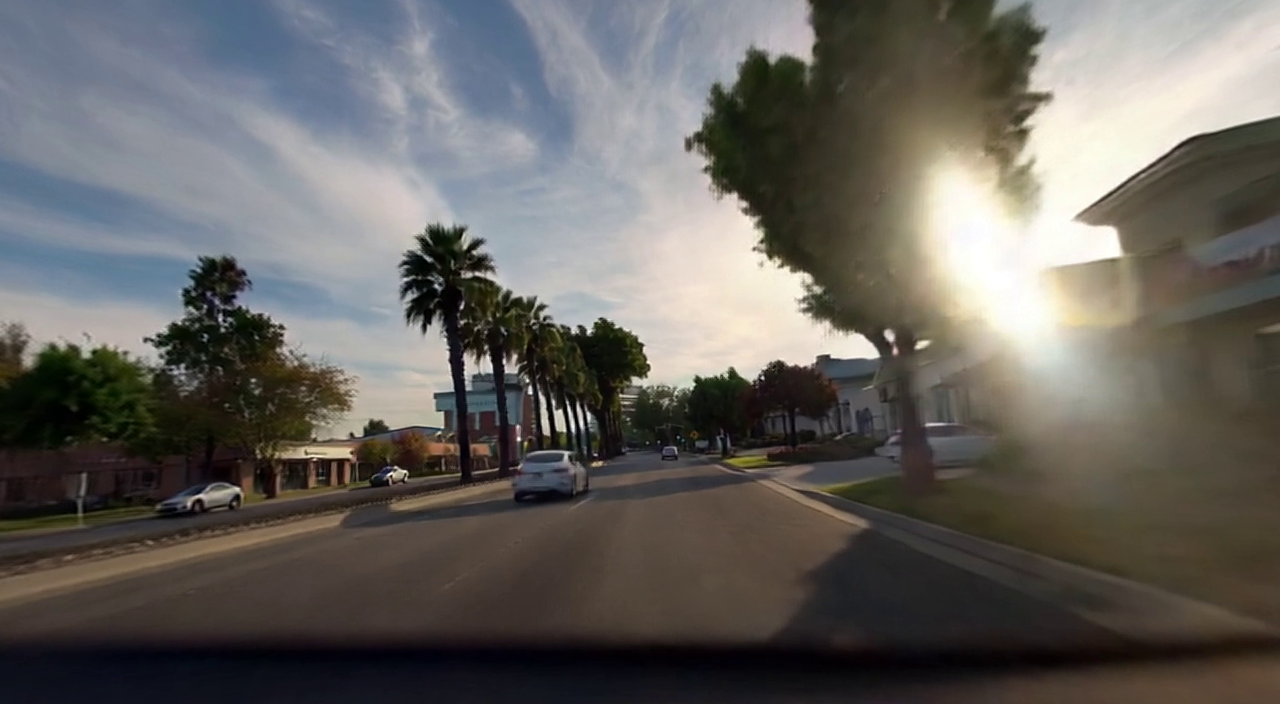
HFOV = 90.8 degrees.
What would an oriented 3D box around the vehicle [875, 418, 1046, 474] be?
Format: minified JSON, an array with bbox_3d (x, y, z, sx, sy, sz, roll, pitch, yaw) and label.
[{"bbox_3d":[10.629,3.159,21.279,4.577,1.750,2.115,-1,-8,4],"label":"vehicle"}]

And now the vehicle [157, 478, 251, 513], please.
[{"bbox_3d":[-23.955,7.872,34.966,1.929,1.552,4.488,0,-8,2],"label":"vehicle"}]

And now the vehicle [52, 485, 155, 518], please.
[{"bbox_3d":[-34.776,9.677,41.014,4.710,1.897,2.146,0,-8,1],"label":"vehicle"}]

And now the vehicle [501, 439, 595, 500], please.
[{"bbox_3d":[-2.850,3.755,20.707,2.147,1.745,4.648,-1,-8,3],"label":"vehicle"}]
